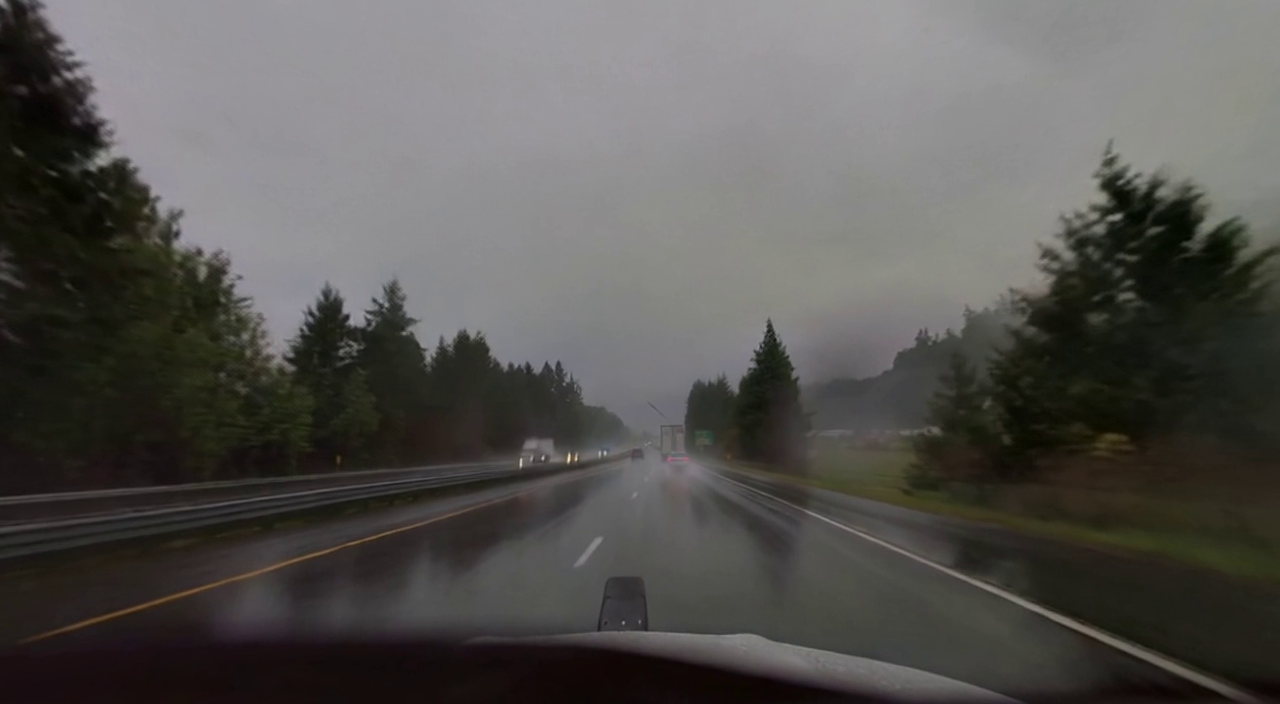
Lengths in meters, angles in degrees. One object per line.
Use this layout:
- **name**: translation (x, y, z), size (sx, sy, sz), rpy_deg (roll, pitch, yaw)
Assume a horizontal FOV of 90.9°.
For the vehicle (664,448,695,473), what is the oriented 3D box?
- **vehicle**: translation (2.758, 7.704, 44.917), size (2.096, 1.653, 4.185), rpy_deg (0, -9, 2)
